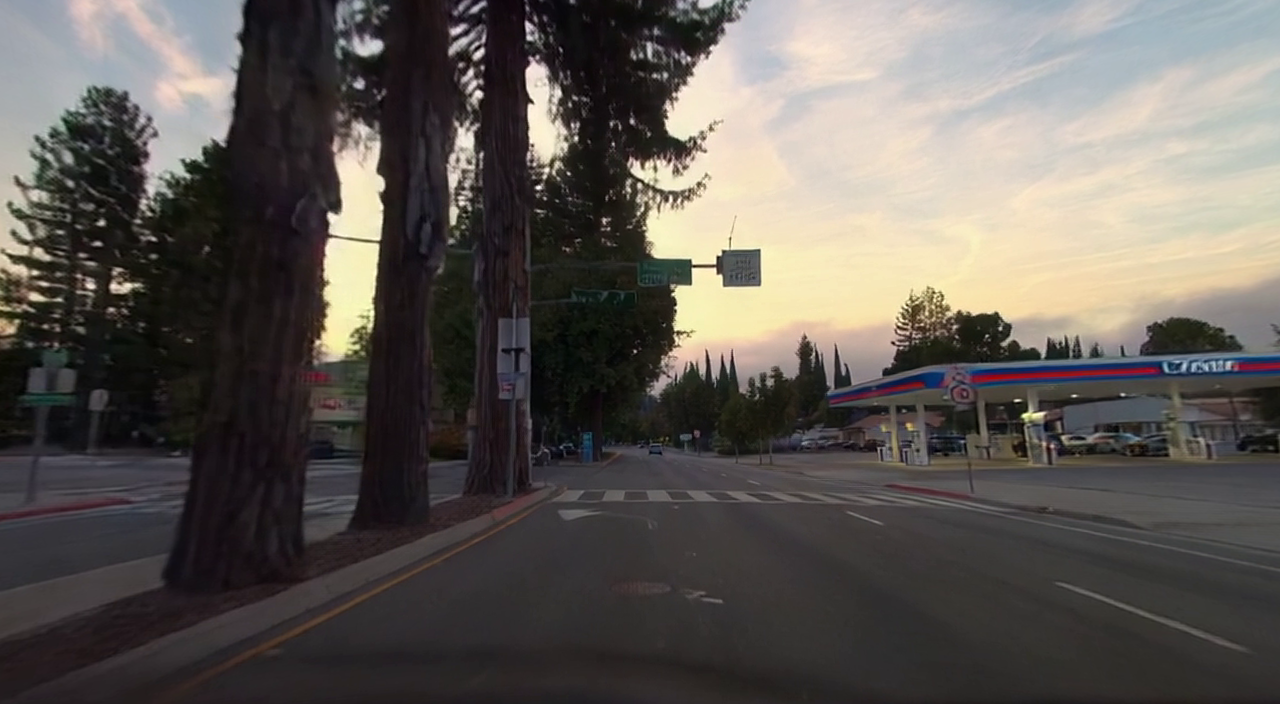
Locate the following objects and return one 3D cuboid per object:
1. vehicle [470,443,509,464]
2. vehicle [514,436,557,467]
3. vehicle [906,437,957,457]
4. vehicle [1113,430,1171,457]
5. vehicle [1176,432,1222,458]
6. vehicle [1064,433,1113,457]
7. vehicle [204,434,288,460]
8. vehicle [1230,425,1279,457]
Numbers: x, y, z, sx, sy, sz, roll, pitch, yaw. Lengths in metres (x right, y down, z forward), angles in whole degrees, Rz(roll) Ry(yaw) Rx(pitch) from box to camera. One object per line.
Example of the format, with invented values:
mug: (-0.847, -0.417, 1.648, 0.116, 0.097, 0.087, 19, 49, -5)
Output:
vehicle: (-11.371, 7.704, 48.009, 1.909, 1.469, 4.370, 0, -8, 0)
vehicle: (-6.384, 6.131, 39.158, 1.987, 1.747, 4.545, 0, -8, -1)
vehicle: (22.475, 7.300, 48.624, 4.557, 1.434, 1.916, 8, -12, -43)
vehicle: (31.236, 5.680, 39.258, 4.355, 1.561, 2.103, 8, -11, -44)
vehicle: (33.081, 5.482, 37.326, 1.771, 1.422, 3.931, -8, -11, 43)
vehicle: (29.415, 6.080, 41.346, 1.815, 1.480, 4.406, -8, -12, 44)
vehicle: (-28.401, 6.828, 45.598, 4.938, 1.778, 1.954, 6, -10, -36)
vehicle: (35.259, 5.108, 36.138, 1.912, 1.684, 3.928, -8, -12, 43)
